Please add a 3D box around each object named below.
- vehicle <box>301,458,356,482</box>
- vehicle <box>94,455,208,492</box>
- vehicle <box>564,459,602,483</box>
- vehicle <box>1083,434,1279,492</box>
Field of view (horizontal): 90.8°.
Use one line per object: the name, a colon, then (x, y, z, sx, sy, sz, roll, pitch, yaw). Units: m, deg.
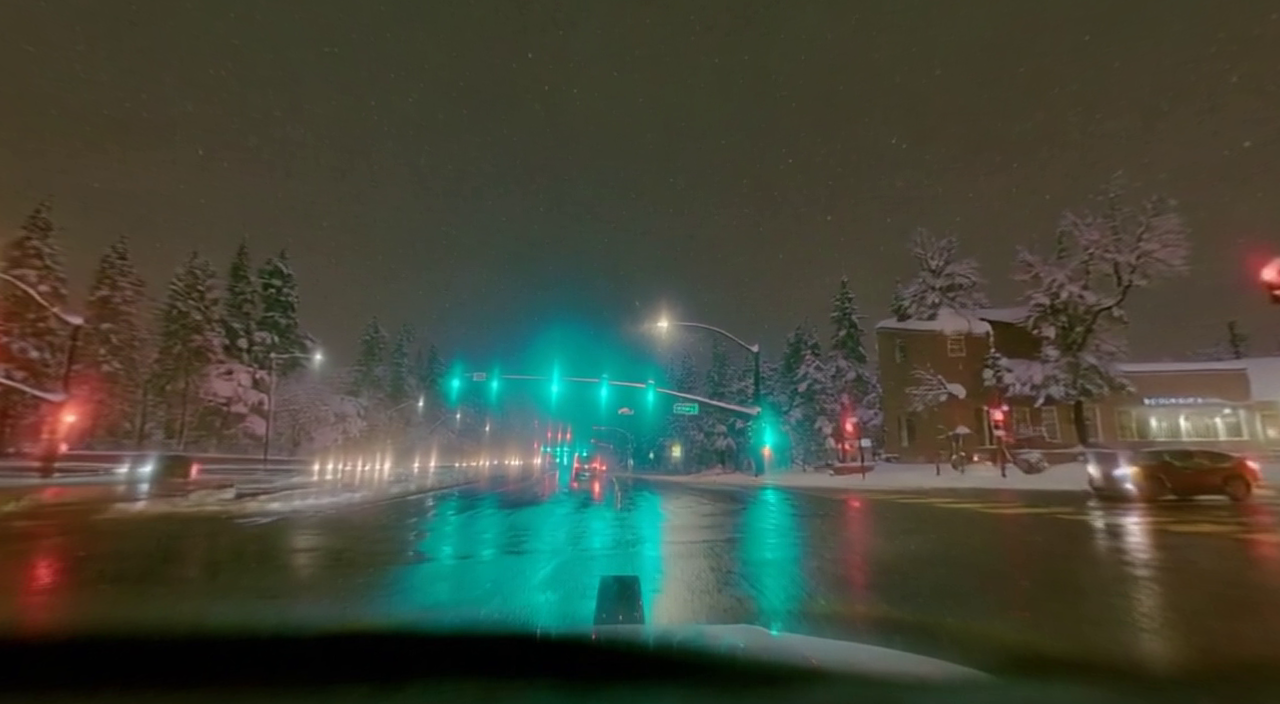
vehicle: (-21.533, 8.173, 43.858, 1.774, 1.518, 3.953, 0, -9, 1)
vehicle: (-21.575, 5.336, 28.071, 1.945, 1.466, 3.809, 0, -9, 1)
vehicle: (-3.738, 7.864, 42.021, 2.073, 1.445, 4.151, 0, -8, 1)
vehicle: (18.097, 3.653, 20.971, 5.003, 1.786, 2.369, 0, -8, -2)
